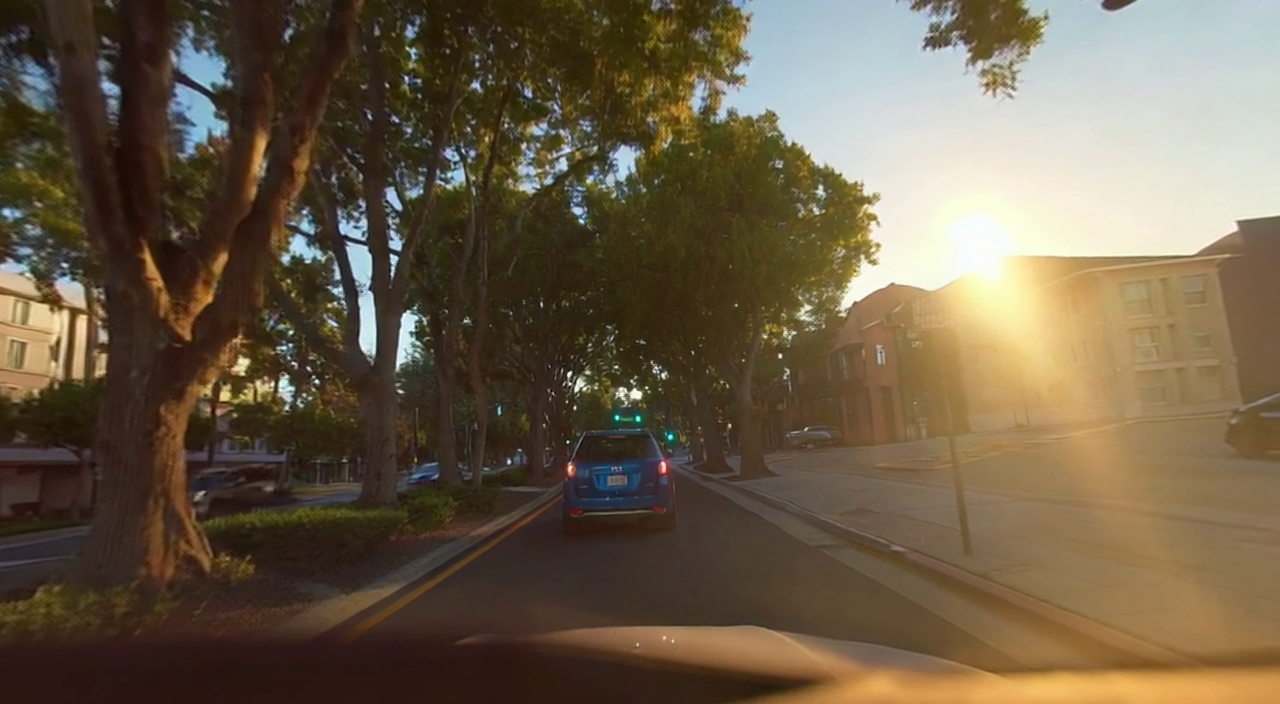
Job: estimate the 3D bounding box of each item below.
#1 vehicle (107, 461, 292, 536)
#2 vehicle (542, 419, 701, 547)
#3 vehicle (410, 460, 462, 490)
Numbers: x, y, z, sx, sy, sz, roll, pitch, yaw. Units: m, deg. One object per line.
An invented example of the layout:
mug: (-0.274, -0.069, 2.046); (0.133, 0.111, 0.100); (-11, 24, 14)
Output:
vehicle: (-12.273, 4.066, 18.092); (1.971, 1.718, 4.539); (0, -8, 0)
vehicle: (-0.259, 2.059, 10.522); (2.136, 1.703, 3.910); (0, -8, 0)
vehicle: (-12.205, 7.374, 38.057); (1.714, 1.578, 4.218); (0, -8, 0)
